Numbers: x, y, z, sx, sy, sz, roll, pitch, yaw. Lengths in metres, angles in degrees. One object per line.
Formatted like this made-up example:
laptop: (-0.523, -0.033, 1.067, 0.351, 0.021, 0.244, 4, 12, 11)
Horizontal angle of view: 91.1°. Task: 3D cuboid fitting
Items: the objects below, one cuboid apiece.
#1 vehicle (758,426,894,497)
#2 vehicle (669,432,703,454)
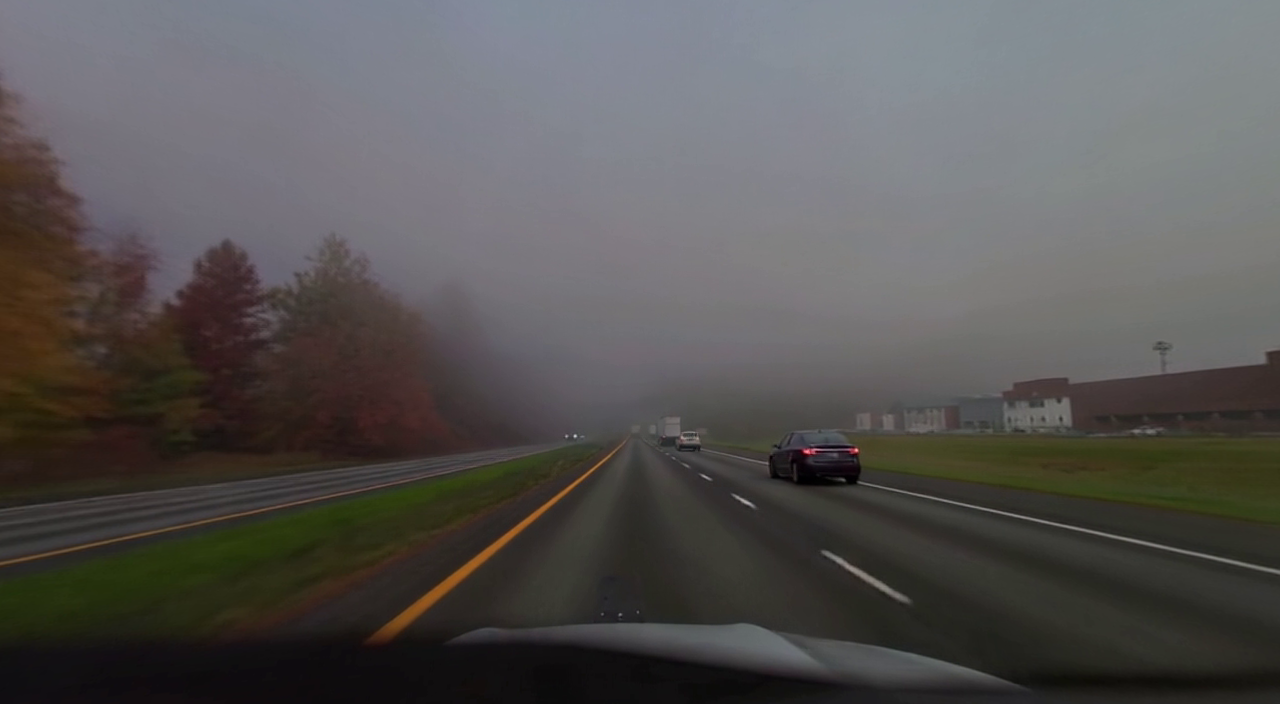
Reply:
vehicle: (4.414, 2.658, 15.702, 2.024, 1.516, 4.197, 0, -8, -1)
vehicle: (3.349, 6.730, 46.455, 2.057, 1.540, 4.158, 0, -8, -1)
